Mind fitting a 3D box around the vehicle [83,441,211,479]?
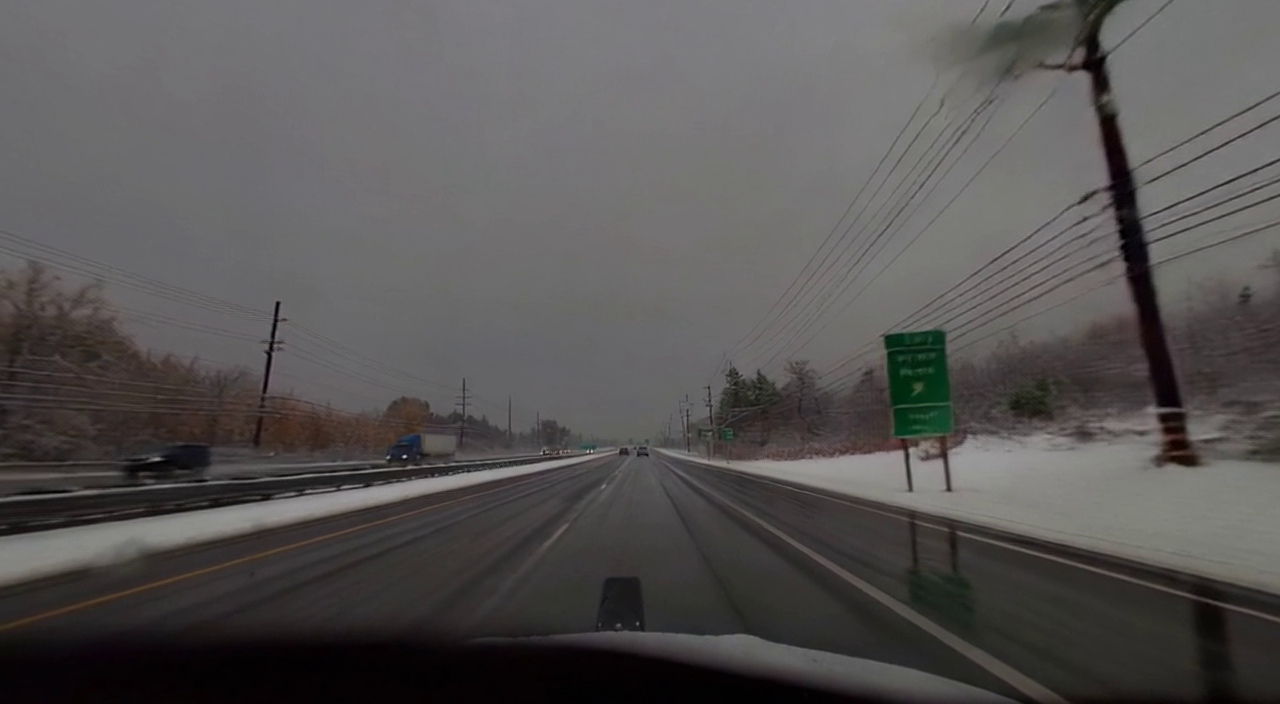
[{"bbox_3d":[-27.458,6.038,35.465,2.482,1.942,5.771,0,-9,1],"label":"vehicle"}]
